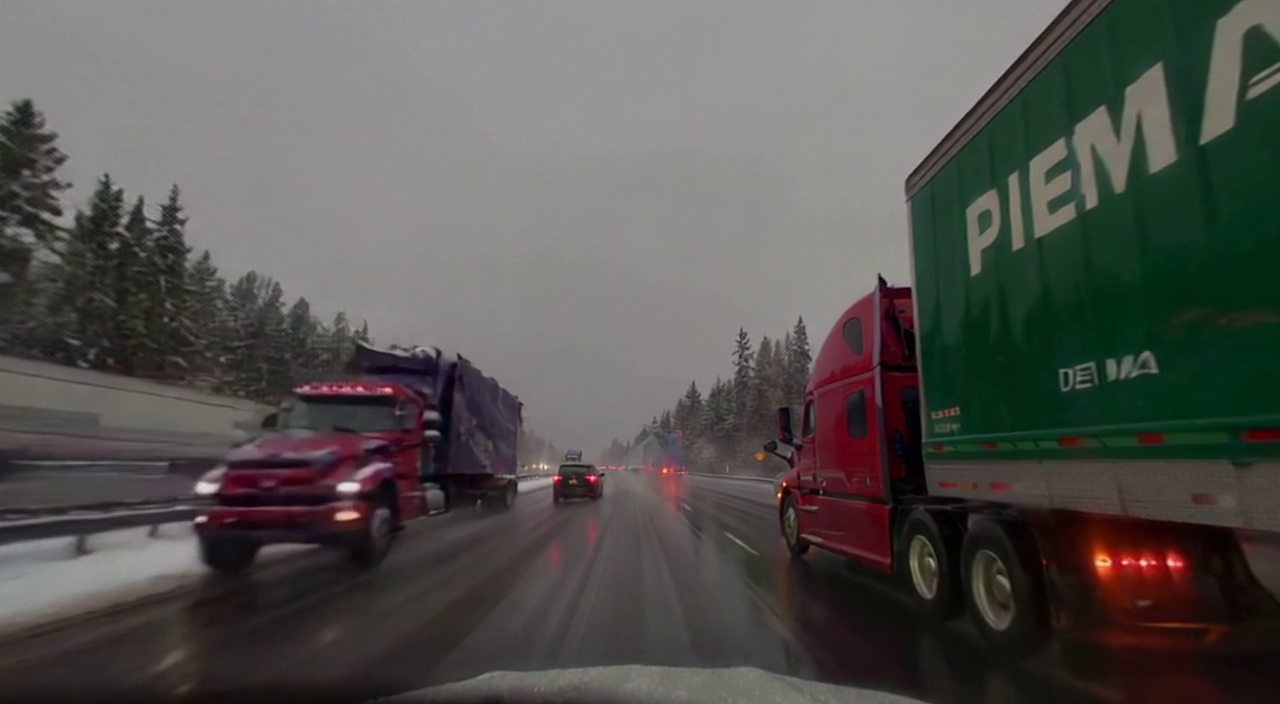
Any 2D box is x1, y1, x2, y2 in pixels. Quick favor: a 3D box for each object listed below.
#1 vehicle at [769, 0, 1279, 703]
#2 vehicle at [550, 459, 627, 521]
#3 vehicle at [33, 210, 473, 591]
[{"bbox_3d":[3.900,0.212,4.133,2.856,4.040,14.009,1,-10,-1],"label":"vehicle"},{"bbox_3d":[-1.426,4.130,19.267,2.010,1.580,4.949,1,-10,-1],"label":"vehicle"},{"bbox_3d":[-4.838,0.901,9.556,3.099,4.220,5.196,1,-10,-1],"label":"vehicle"}]
